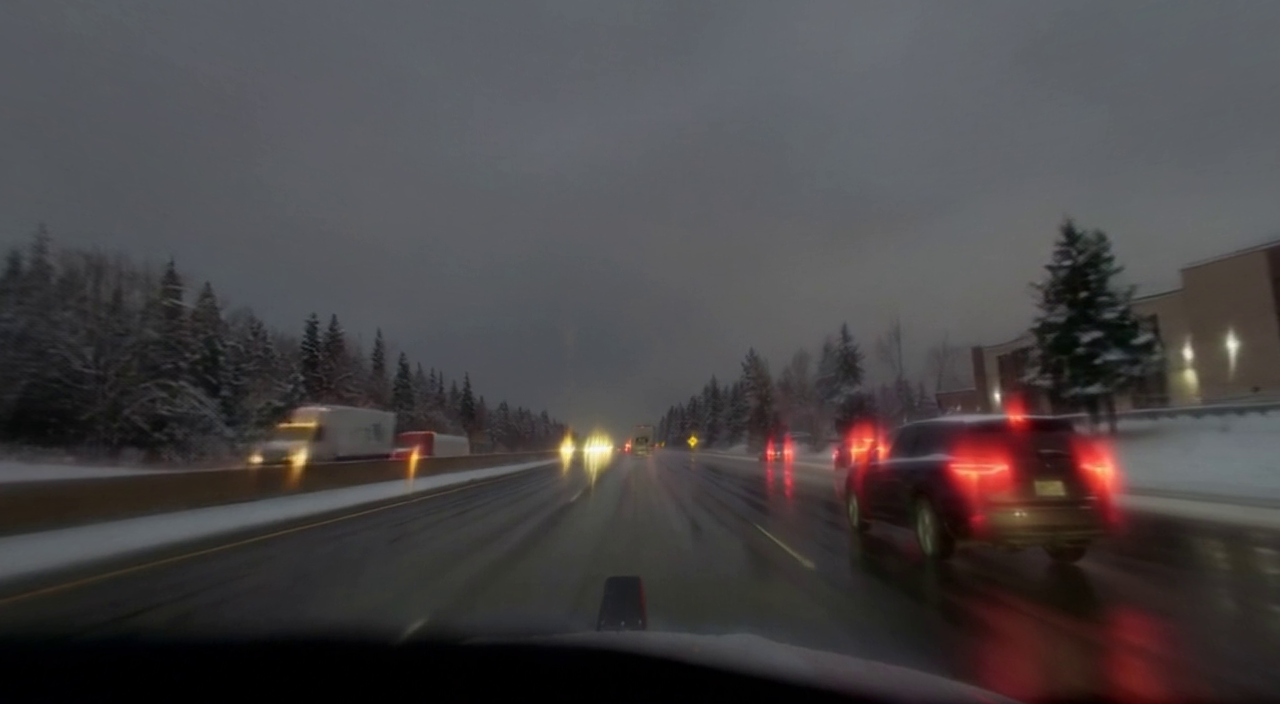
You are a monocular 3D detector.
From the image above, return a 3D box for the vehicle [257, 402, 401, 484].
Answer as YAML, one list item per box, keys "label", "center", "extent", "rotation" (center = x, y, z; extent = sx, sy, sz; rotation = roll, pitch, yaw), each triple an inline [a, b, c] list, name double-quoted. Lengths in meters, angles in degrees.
- label: "vehicle"
  center: [-15.734, 4.767, 32.850]
  extent: [3.049, 3.710, 8.153]
  rotation: [0, -9, 1]

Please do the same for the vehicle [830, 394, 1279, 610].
- label: "vehicle"
  center: [4.003, 1.509, 7.286]
  extent: [2.008, 1.595, 5.082]
  rotation: [0, -9, 0]

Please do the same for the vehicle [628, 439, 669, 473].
- label: "vehicle"
  center: [0.373, 5.484, 33.290]
  extent: [2.015, 1.639, 4.086]
  rotation: [0, -9, -1]

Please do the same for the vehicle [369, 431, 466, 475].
- label: "vehicle"
  center: [-15.670, 7.310, 45.636]
  extent: [2.723, 2.765, 11.554]
  rotation: [0, -9, 1]
